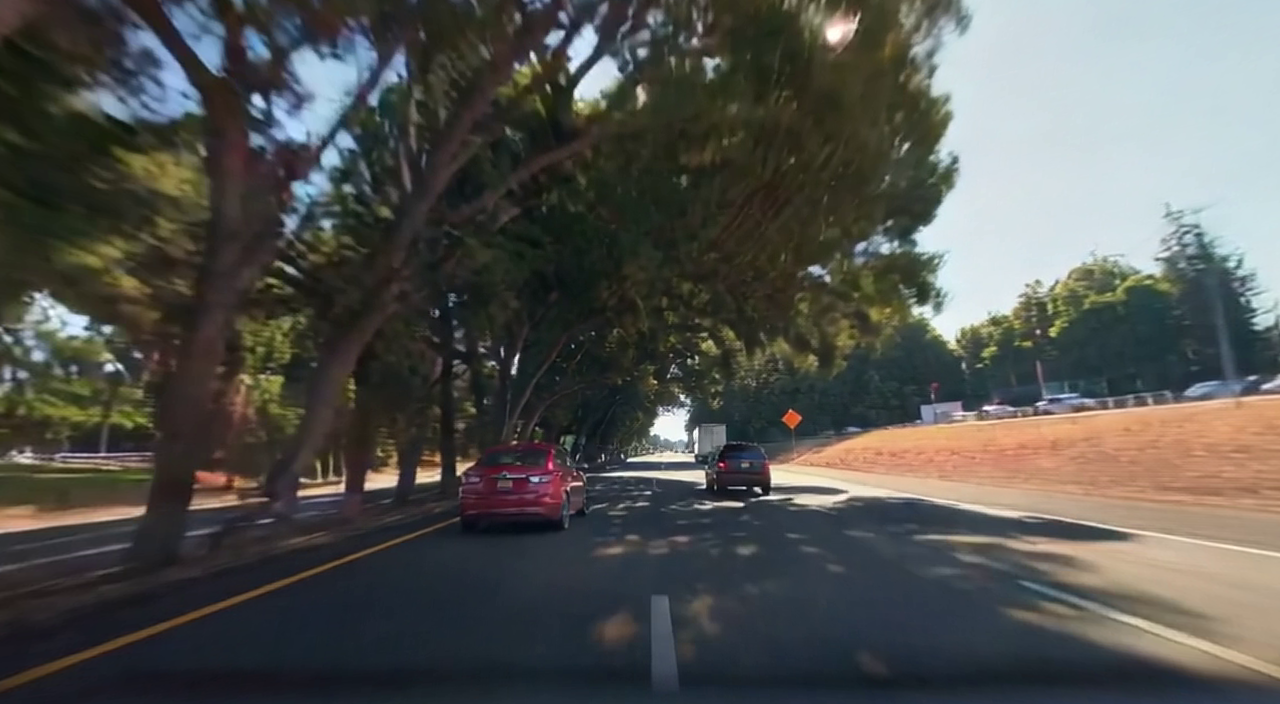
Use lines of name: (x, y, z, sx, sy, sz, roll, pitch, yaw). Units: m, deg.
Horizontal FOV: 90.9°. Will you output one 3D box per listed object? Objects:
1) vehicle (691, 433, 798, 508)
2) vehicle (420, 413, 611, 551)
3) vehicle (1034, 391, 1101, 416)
vehicle: (2.567, 3.050, 16.660, 2.087, 1.682, 4.388, 0, -9, 1)
vehicle: (-1.768, 2.093, 10.750, 2.139, 1.804, 4.611, -1, -9, 2)
vehicle: (33.202, 4.053, 49.095, 2.025, 1.658, 4.676, -3, -7, 3)
